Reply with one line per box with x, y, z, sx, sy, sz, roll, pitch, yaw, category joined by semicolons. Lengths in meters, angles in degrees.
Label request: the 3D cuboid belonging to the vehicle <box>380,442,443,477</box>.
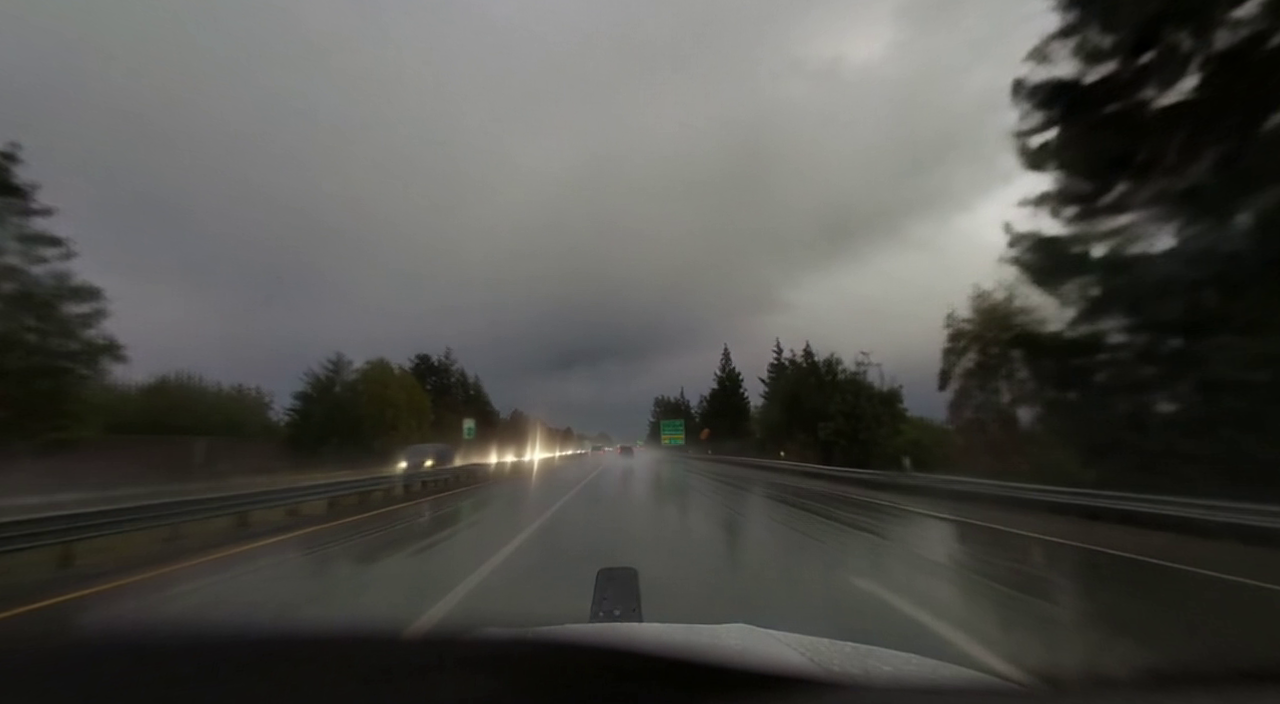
-16.205;7.664;44.805;2.303;2.310;5.855;0;-9;0;vehicle
